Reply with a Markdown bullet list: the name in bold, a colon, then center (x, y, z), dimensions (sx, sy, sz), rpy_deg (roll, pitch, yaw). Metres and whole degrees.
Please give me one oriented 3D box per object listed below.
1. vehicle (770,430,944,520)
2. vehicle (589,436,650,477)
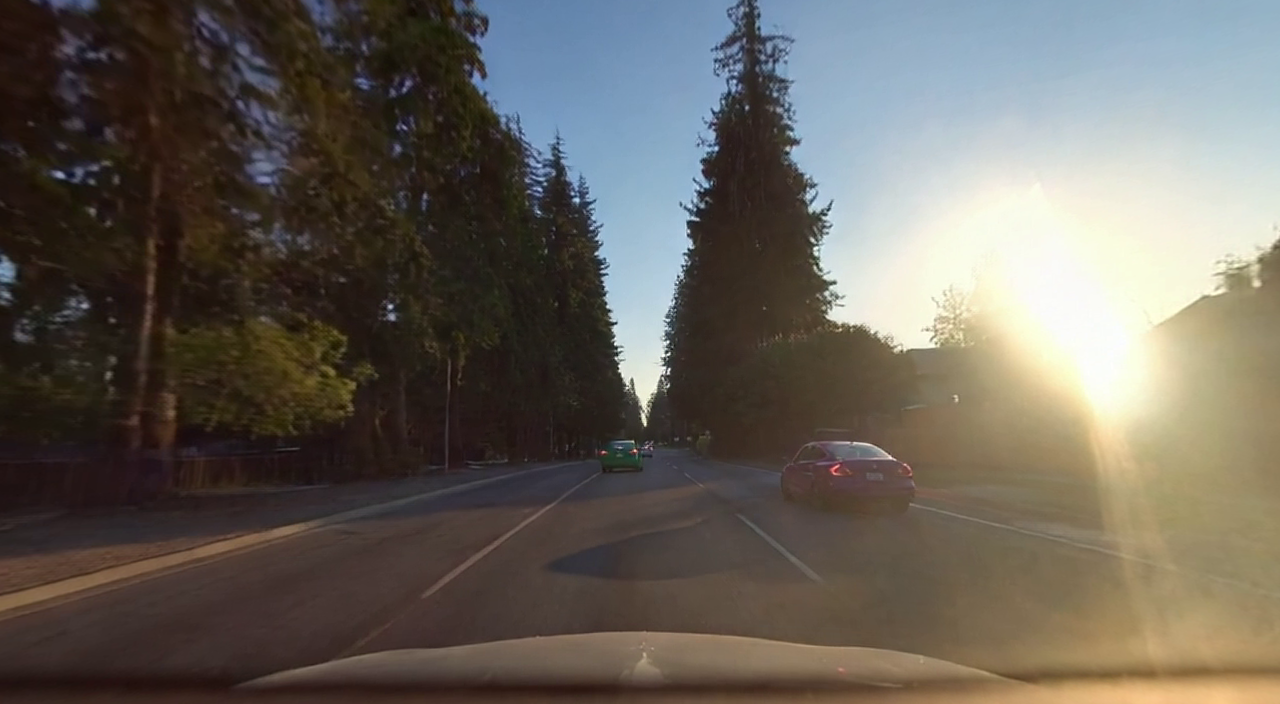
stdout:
- **vehicle**: center (4.151, 2.392, 12.989), dimensions (1.943, 1.471, 4.515), rpy_deg (-1, -8, 0)
- **vehicle**: center (-0.779, 4.372, 26.854), dimensions (2.206, 1.525, 4.695), rpy_deg (-1, -8, 2)
